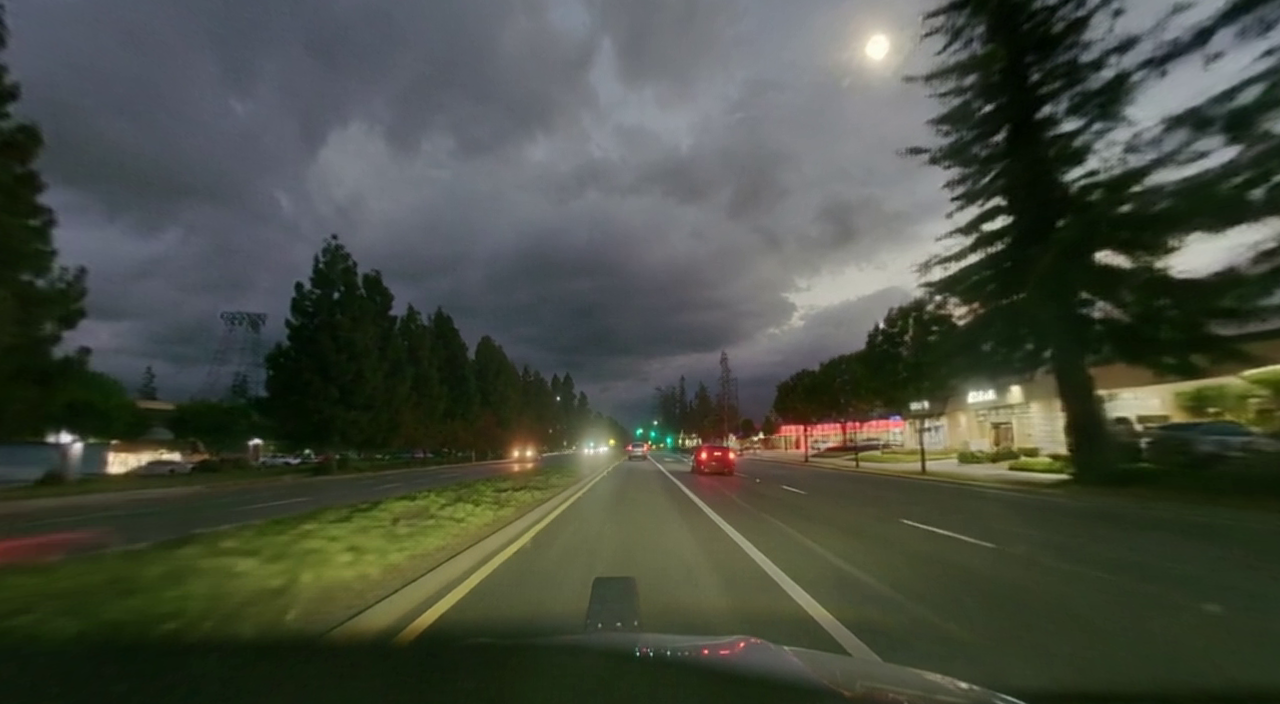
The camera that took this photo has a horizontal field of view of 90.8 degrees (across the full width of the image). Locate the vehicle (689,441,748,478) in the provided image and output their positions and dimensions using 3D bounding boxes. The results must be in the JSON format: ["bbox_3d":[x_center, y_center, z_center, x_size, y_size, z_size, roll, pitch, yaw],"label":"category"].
[{"bbox_3d":[3.406,4.767,28.191,1.983,1.482,4.463,0,-9,-1],"label":"vehicle"}]
